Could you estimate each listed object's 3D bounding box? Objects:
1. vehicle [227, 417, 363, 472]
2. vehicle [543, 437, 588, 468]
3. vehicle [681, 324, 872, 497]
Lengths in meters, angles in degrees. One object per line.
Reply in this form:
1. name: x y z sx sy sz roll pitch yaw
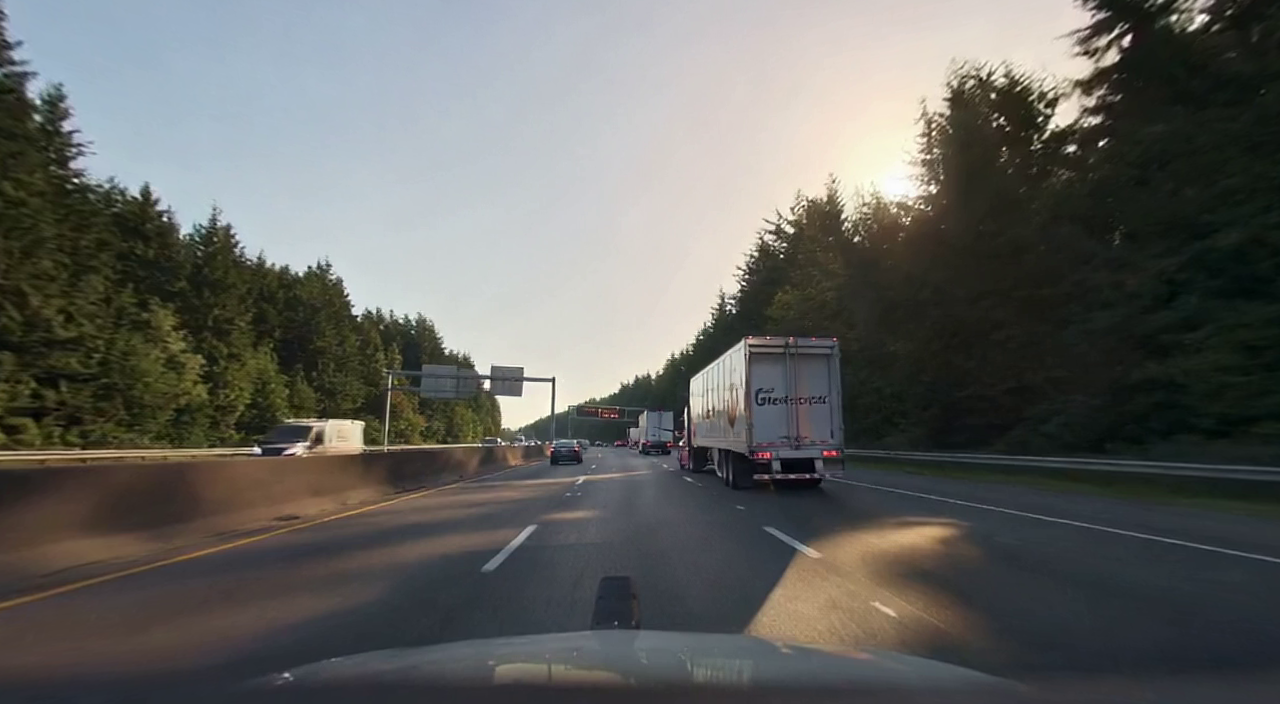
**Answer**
1. vehicle: -12.797 3.504 23.899 2.067 1.825 5.662 0 -8 -1
2. vehicle: -4.224 5.738 36.268 2.206 1.644 4.027 0 -8 -2
3. vehicle: 3.599 2.256 21.249 2.948 4.045 13.051 0 -8 -3
